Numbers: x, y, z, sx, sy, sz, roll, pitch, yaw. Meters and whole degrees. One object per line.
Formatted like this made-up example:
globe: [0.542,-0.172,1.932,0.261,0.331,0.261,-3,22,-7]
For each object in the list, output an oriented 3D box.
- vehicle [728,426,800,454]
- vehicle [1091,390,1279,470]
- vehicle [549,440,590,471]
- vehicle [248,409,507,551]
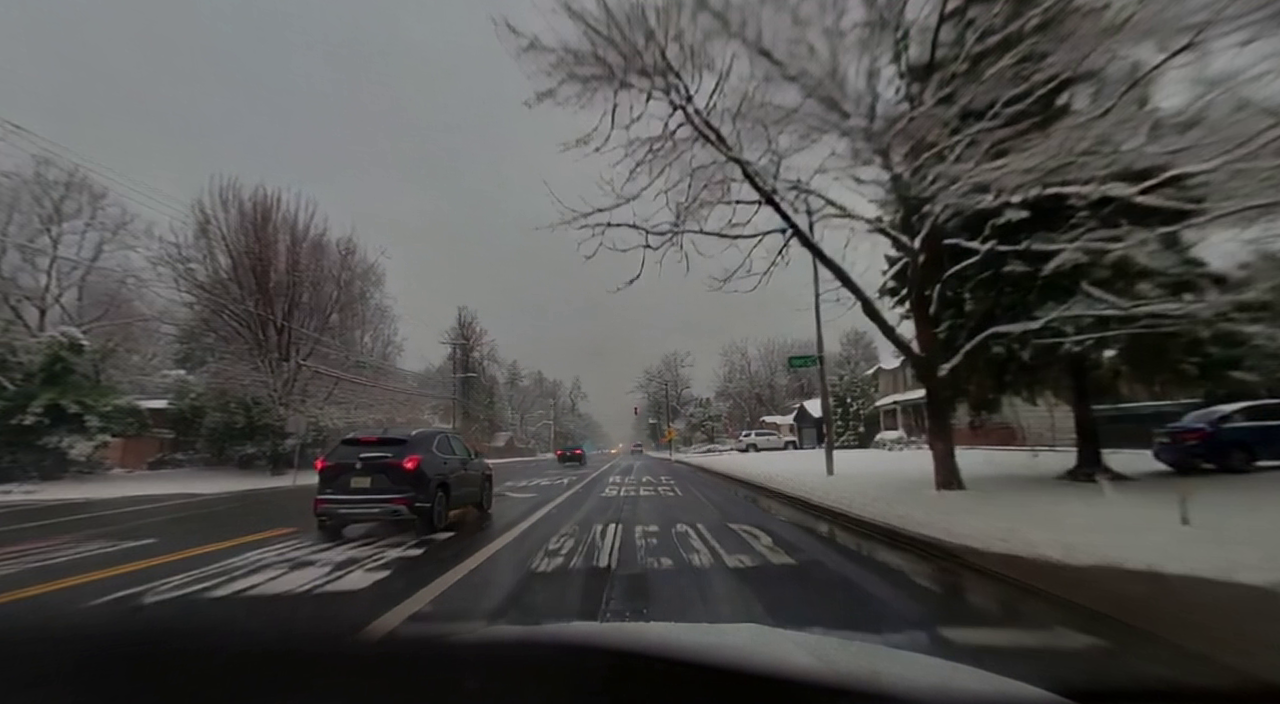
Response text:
vehicle: [9.355,6.699,47.890,4.944,2.023,1.973,0,-8,-3]
vehicle: [12.352,1.629,13.087,4.411,1.522,2.004,0,-8,-1]
vehicle: [-3.734,5.547,33.932,1.802,1.528,3.490,0,-8,-1]
vehicle: [-3.784,1.941,10.202,2.190,1.766,4.394,0,-8,2]
